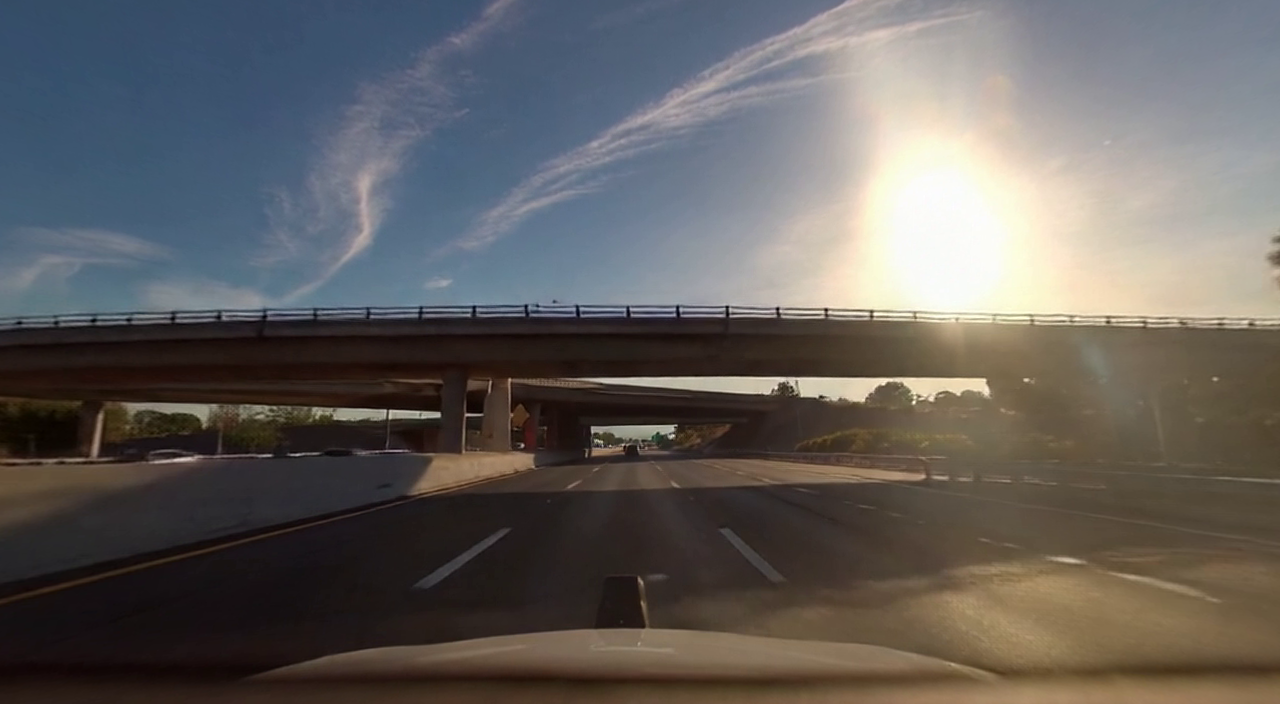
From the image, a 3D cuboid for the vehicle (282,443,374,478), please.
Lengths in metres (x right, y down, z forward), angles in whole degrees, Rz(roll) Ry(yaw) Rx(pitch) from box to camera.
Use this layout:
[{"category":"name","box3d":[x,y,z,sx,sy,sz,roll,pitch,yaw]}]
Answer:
[{"category":"vehicle","box3d":[-14.429,5.033,29.550,1.931,1.502,4.616,0,-9,0]}]

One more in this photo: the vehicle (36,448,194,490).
[{"category":"vehicle","box3d":[-20.761,4.612,25.330,2.312,1.503,4.691,0,-9,0]}]
